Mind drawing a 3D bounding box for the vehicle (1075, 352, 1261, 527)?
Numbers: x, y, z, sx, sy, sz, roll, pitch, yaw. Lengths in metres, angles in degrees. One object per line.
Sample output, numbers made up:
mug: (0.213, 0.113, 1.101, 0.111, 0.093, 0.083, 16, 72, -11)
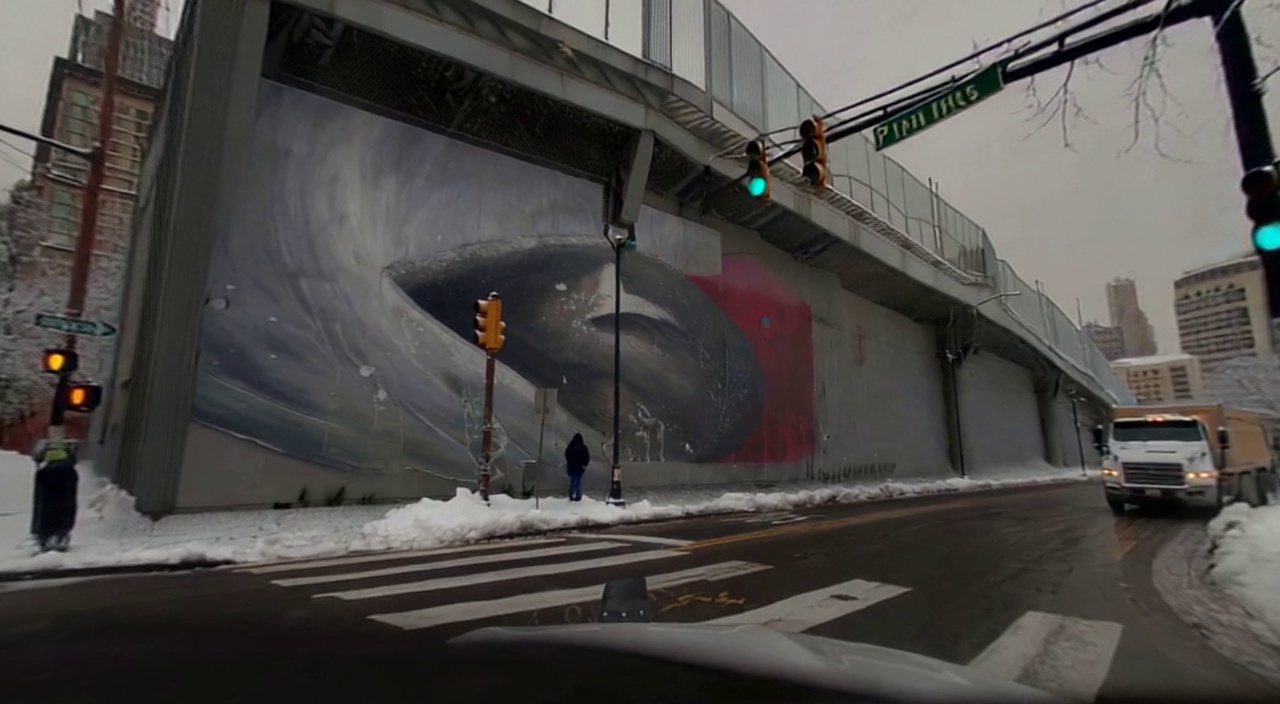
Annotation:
vehicle: (15.700, 2.556, 18.309, 9.347, 3.893, 2.849, 8, -12, -44)
